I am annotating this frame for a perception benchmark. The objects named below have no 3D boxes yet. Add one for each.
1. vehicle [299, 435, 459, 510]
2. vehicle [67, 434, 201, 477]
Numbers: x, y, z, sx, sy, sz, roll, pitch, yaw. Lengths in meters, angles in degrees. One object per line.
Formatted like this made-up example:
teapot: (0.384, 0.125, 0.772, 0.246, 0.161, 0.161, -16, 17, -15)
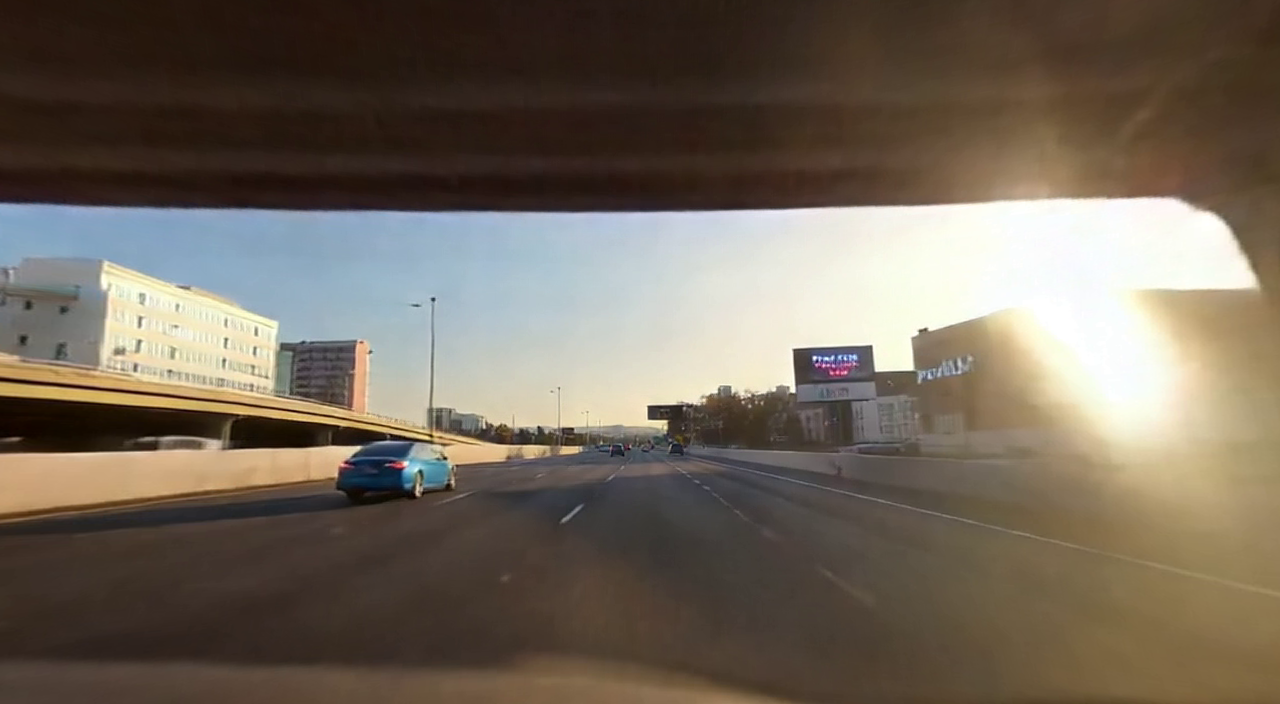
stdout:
vehicle: (-6.020, 2.818, 15.236, 1.990, 1.529, 4.288, 0, -9, 1)
vehicle: (-19.023, 3.909, 24.024, 1.869, 1.483, 3.866, 0, -9, 0)
